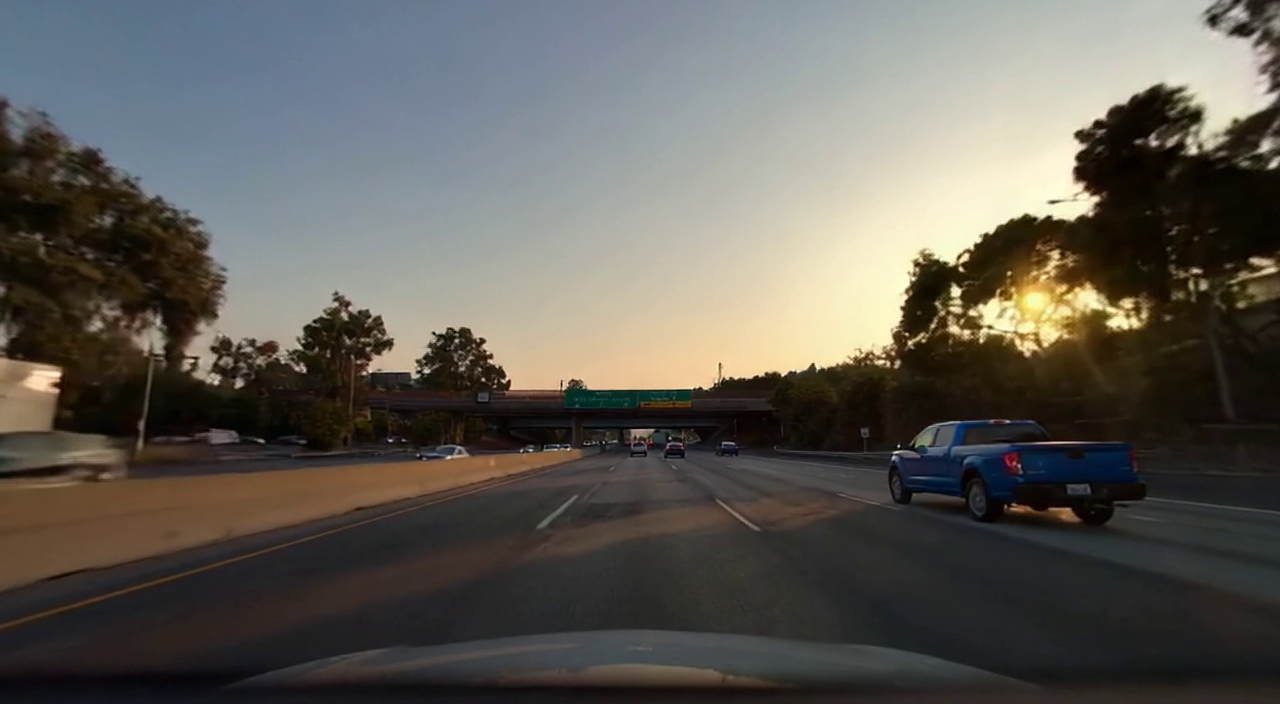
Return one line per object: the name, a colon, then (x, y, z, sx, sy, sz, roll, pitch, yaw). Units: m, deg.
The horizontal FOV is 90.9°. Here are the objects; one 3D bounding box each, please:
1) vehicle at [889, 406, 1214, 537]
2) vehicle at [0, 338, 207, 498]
vehicle: (7.047, 2.127, 12.008, 2.182, 1.852, 5.926, 0, -8, 0)
vehicle: (-18.066, 1.763, 16.685, 3.056, 4.112, 14.213, 0, -8, 0)
